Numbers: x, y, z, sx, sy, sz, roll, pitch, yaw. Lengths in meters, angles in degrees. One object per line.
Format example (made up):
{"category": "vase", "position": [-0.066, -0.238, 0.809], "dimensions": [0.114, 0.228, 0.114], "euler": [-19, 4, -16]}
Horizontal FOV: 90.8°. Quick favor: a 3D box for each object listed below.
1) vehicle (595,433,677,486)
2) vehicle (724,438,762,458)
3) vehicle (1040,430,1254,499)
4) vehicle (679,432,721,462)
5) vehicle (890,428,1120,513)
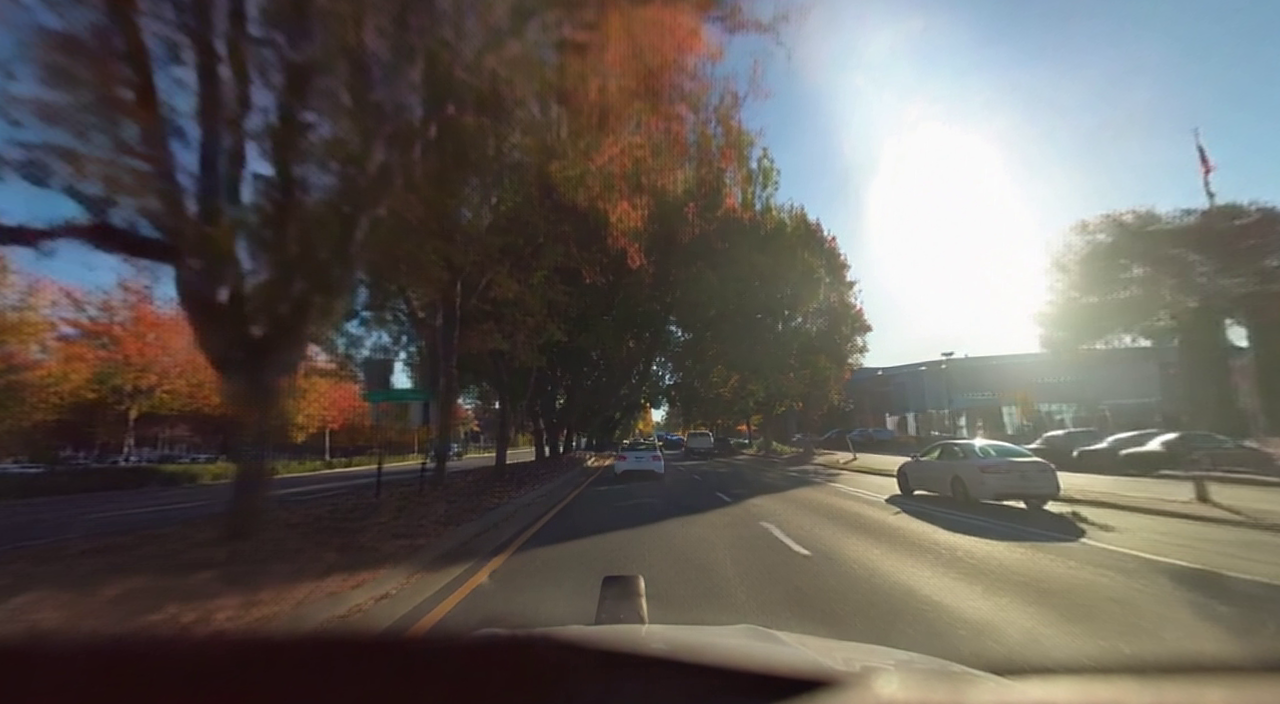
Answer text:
{"category": "vehicle", "position": [-0.152, 3.341, 19.897], "dimensions": [2.289, 1.471, 4.477], "euler": [0, -8, -1]}
{"category": "vehicle", "position": [7.639, 7.174, 47.167], "dimensions": [2.061, 1.460, 3.948], "euler": [0, -8, -1]}
{"category": "vehicle", "position": [14.683, 3.275, 18.815], "dimensions": [2.205, 1.754, 4.925], "euler": [0, -8, -1]}
{"category": "vehicle", "position": [3.735, 6.051, 40.236], "dimensions": [2.188, 1.760, 4.297], "euler": [0, -8, -1]}
{"category": "vehicle", "position": [7.455, 2.468, 13.640], "dimensions": [2.111, 1.493, 4.639], "euler": [0, -8, -1]}
